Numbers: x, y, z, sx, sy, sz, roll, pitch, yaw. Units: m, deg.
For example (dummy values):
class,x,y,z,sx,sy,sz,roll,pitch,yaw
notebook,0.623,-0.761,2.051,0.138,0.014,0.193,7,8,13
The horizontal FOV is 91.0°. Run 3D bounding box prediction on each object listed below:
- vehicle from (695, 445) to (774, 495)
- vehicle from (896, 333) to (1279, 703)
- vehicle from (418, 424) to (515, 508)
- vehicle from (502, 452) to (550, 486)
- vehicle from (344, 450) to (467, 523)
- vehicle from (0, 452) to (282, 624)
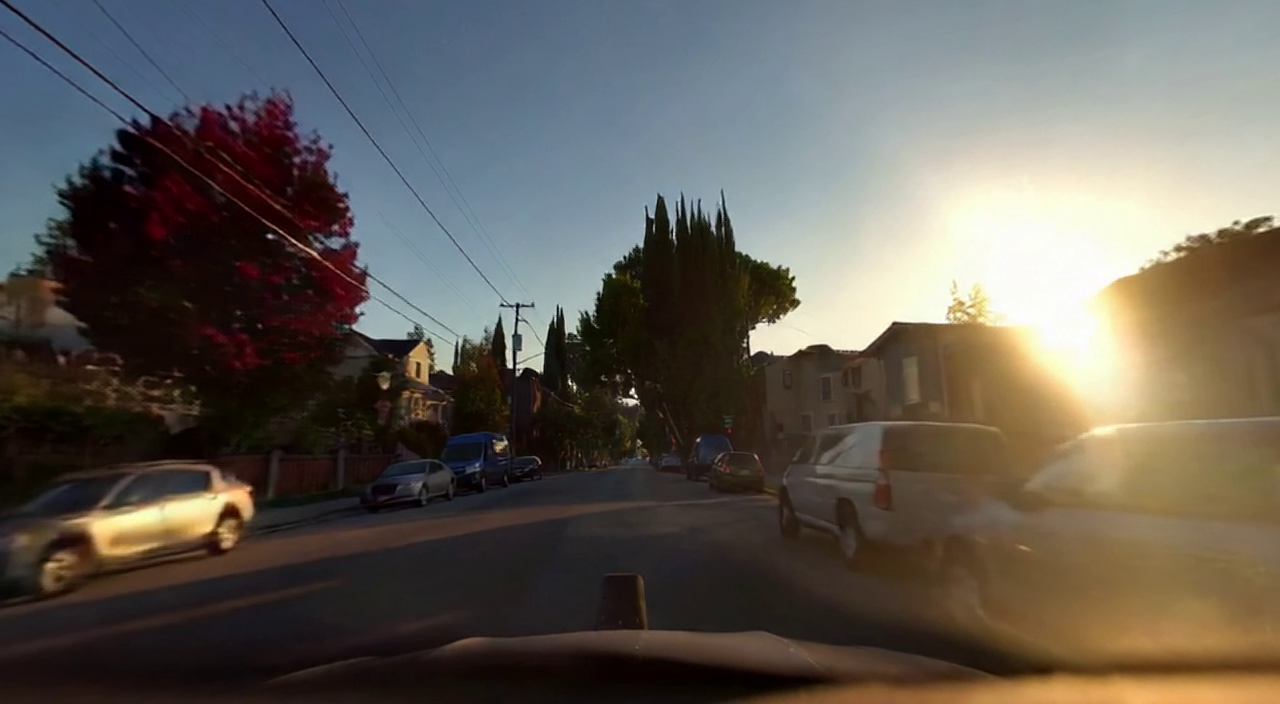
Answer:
class,x,y,z,sx,sy,sz,roll,pitch,yaw
vehicle,2.992,3.839,20.902,1.796,1.449,4.373,0,-9,-2
vehicle,3.215,0.951,2.980,2.013,1.775,4.570,0,-8,-1
vehicle,-7.018,4.566,26.280,2.508,2.712,5.809,-1,-3,0
vehicle,-6.997,7.169,39.007,2.057,1.632,4.730,0,-5,0
vehicle,-6.950,3.974,19.212,2.027,1.563,4.594,-2,-5,0
vehicle,-6.853,2.121,8.096,1.874,1.569,4.318,1,-10,1
